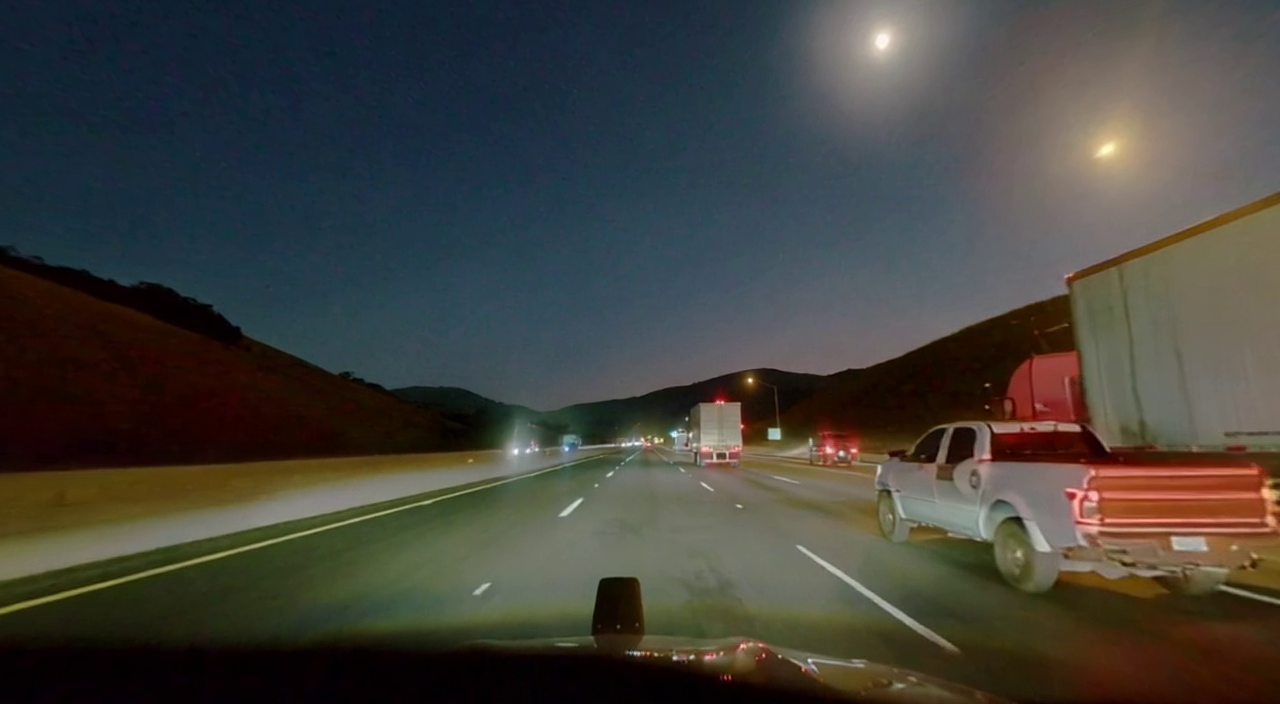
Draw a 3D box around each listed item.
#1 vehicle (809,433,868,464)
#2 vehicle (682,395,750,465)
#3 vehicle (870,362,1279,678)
[{"bbox_3d":[11.978,5.866,38.410,2.046,1.741,4.769,0,-9,0],"label":"vehicle"},{"bbox_3d":[4.622,5.196,40.882,3.049,3.968,10.706,0,-9,0],"label":"vehicle"},{"bbox_3d":[3.908,1.237,5.656,2.055,1.737,4.224,0,-9,0],"label":"vehicle"}]
